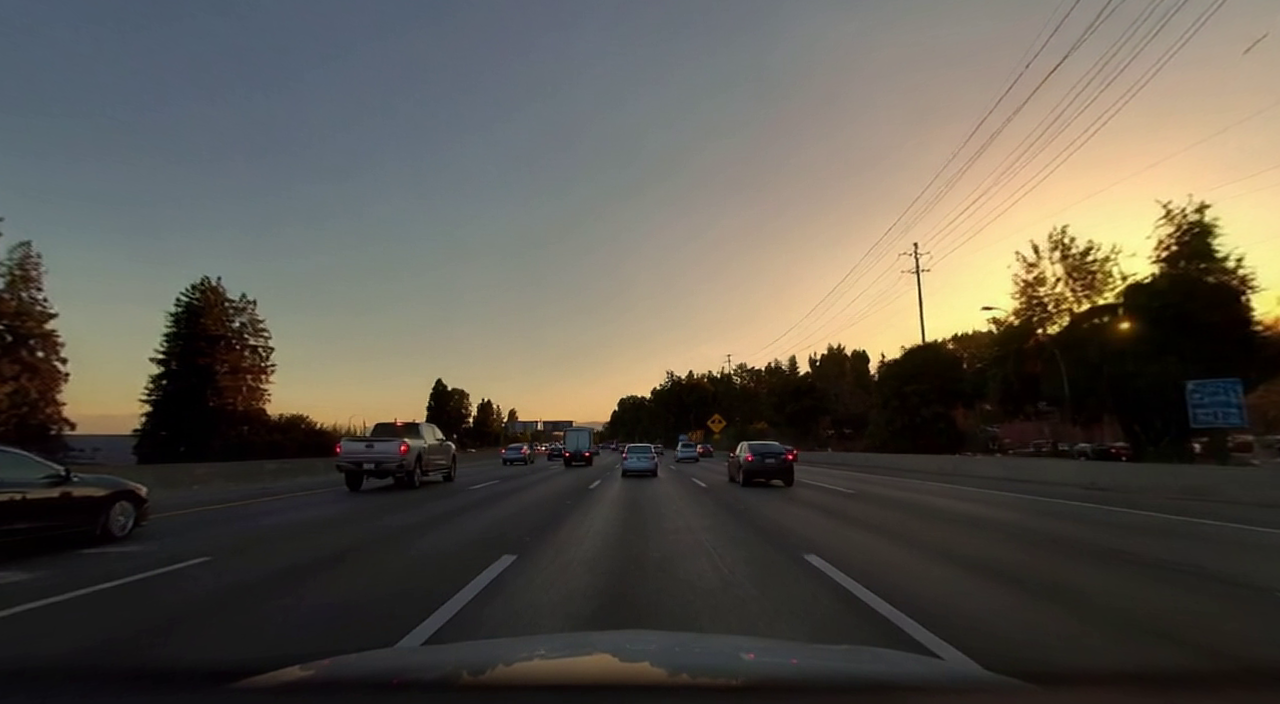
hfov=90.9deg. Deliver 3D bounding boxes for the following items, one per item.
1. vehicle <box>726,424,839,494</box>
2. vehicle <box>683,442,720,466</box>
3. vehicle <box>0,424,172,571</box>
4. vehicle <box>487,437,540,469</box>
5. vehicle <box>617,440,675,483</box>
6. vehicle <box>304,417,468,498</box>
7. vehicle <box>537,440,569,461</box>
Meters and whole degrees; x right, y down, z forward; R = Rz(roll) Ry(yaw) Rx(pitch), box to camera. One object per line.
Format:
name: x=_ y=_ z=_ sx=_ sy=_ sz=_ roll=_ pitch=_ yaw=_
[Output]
vehicle: x=4.028 y=3.125 z=18.727 sx=2.195 sy=1.778 sz=4.455 roll=0 pitch=-9 yaw=-1
vehicle: x=3.847 y=6.445 z=39.983 sx=1.895 sy=1.429 sz=3.908 roll=0 pitch=-9 yaw=-1
vehicle: x=-7.498 y=1.502 z=6.525 sx=1.911 sy=1.479 sz=4.312 roll=0 pitch=-9 yaw=1
vehicle: x=-6.965 y=5.613 z=35.138 sx=1.978 sy=1.680 sz=4.263 roll=0 pitch=-9 yaw=1
vehicle: x=0.203 y=4.014 z=23.476 sx=1.966 sy=1.444 sz=3.986 roll=0 pitch=-9 yaw=0
vehicle: x=-6.975 y=2.998 z=18.258 sx=2.269 sy=1.936 sz=5.777 roll=0 pitch=-9 yaw=1
vehicle: x=-6.853 y=7.799 z=49.890 sx=1.907 sy=1.586 sz=3.870 roll=0 pitch=-9 yaw=1
